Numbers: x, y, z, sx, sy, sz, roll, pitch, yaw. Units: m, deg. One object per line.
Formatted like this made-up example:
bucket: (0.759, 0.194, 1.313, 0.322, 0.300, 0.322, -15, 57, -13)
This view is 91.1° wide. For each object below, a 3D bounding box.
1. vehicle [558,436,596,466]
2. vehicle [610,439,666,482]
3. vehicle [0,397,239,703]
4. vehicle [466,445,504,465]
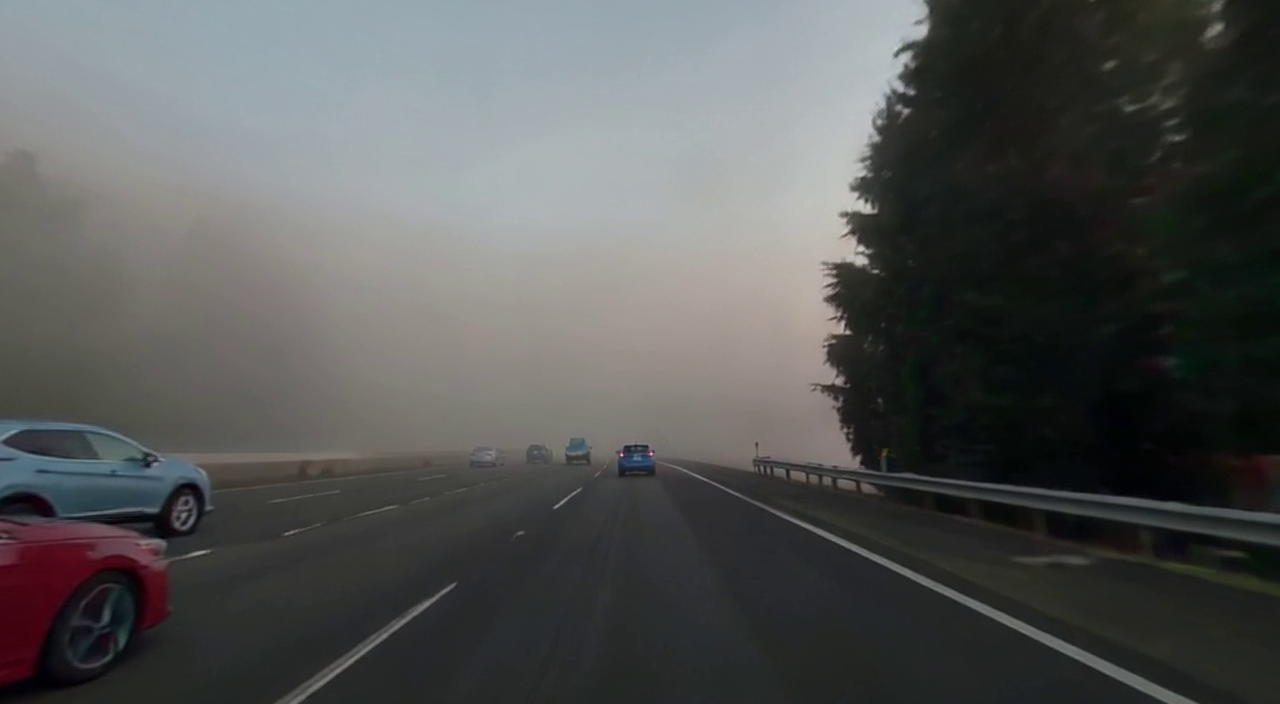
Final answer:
vehicle: (-3.965, 6.313, 40.175, 2.174, 1.806, 3.932, 1, -9, -3)
vehicle: (-0.121, 4.071, 23.817, 1.954, 1.460, 3.983, 0, -9, -1)
vehicle: (-3.746, 0.832, 1.862, 2.035, 1.514, 4.600, 0, -9, 0)
vehicle: (-11.780, 7.861, 47.964, 1.844, 1.446, 4.395, 0, -9, -2)
